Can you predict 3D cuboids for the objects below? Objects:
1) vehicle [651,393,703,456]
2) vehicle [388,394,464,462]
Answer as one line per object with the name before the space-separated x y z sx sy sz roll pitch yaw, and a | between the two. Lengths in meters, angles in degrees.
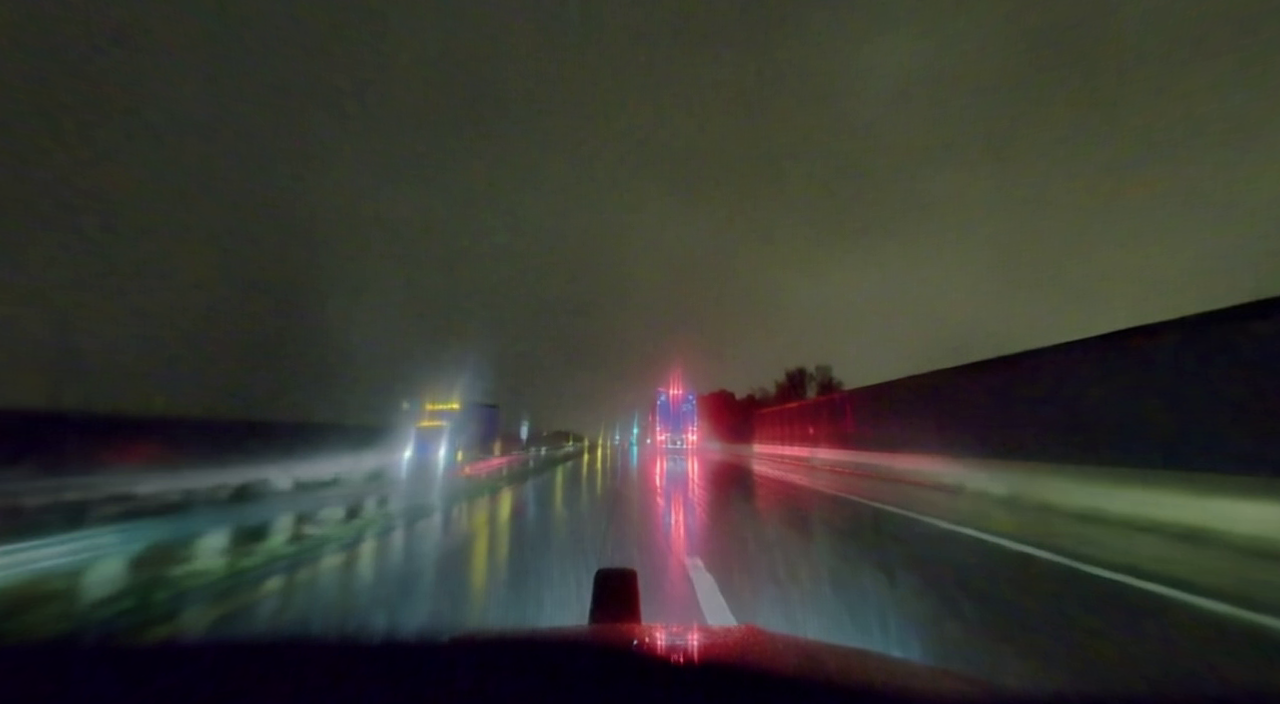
vehicle | 2.504 5.577 47.561 2.924 4.024 13.639 0 -8 -1
vehicle | -14.655 5.306 43.734 2.993 4.321 6.272 0 -8 0
